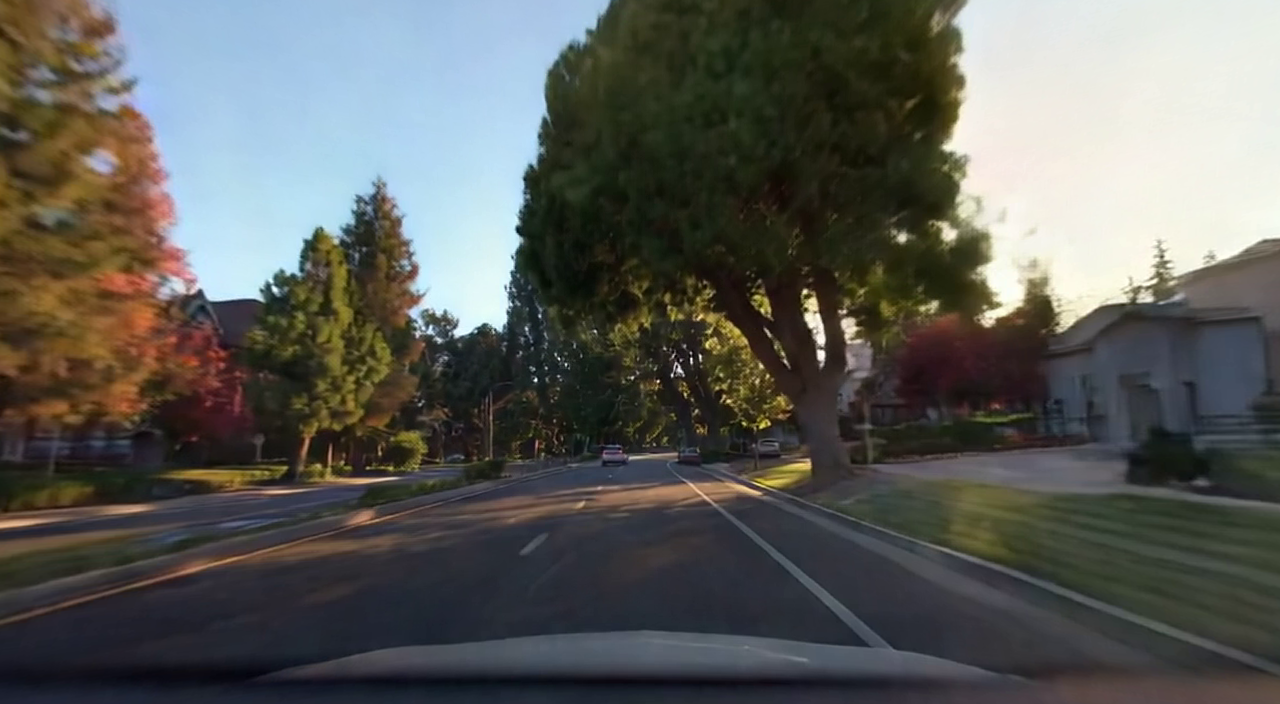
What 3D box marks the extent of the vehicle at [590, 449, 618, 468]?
[{"bbox_3d":[-2.801,8.352,49.788,1.973,1.400,3.915,0,-8,1],"label":"vehicle"}]
